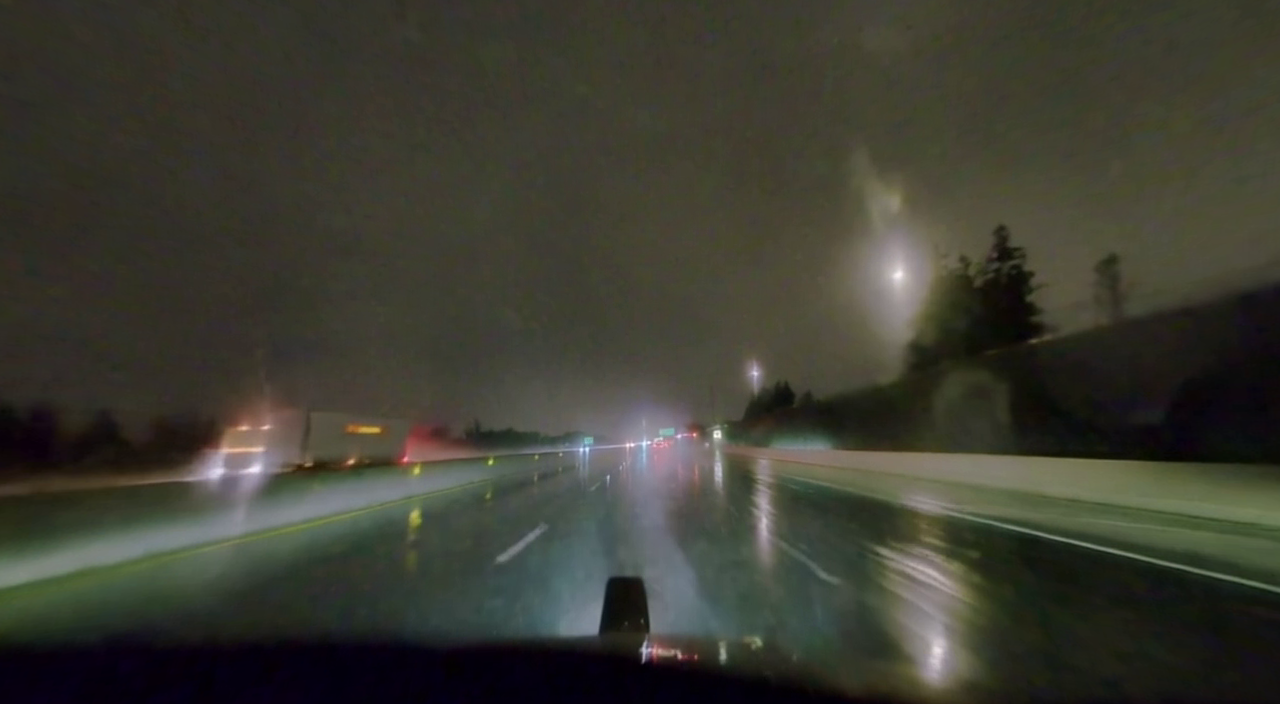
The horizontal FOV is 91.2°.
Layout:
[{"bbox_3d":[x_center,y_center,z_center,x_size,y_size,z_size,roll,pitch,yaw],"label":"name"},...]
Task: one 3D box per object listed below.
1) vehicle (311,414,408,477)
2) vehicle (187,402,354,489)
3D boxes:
[{"bbox_3d":[-19.753,6.668,44.864,2.872,4.021,8.230,0,-9,1],"label":"vehicle"},{"bbox_3d":[-19.975,5.207,35.055,3.018,4.100,9.977,0,-9,1],"label":"vehicle"}]
